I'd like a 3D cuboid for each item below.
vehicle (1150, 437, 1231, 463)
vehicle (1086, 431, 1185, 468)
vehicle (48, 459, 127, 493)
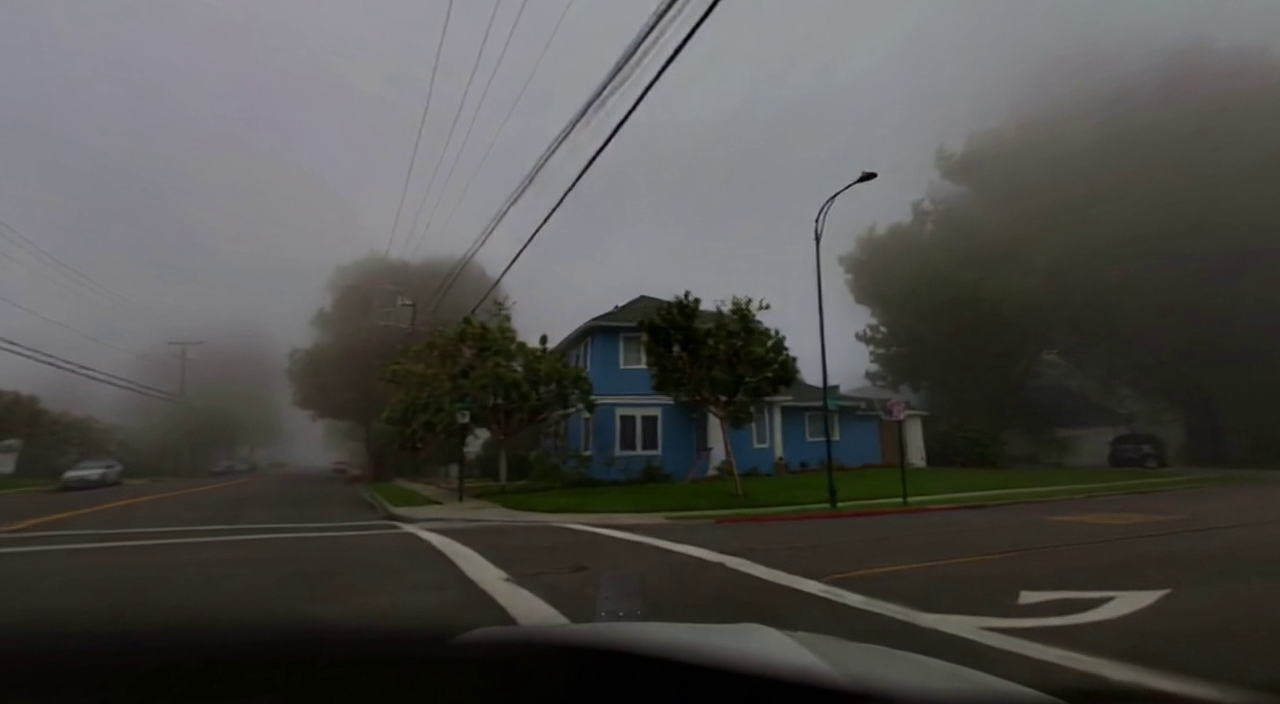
[{"bbox_3d":[40.229,7.158,46.149,5.099,1.746,2.139,3,-12,-22],"label":"vehicle"},{"bbox_3d":[28.797,5.696,36.703,5.161,1.829,2.034,6,-10,-21],"label":"vehicle"},{"bbox_3d":[-28.448,6.347,32.697,2.036,1.546,4.705,5,-10,-29],"label":"vehicle"}]
